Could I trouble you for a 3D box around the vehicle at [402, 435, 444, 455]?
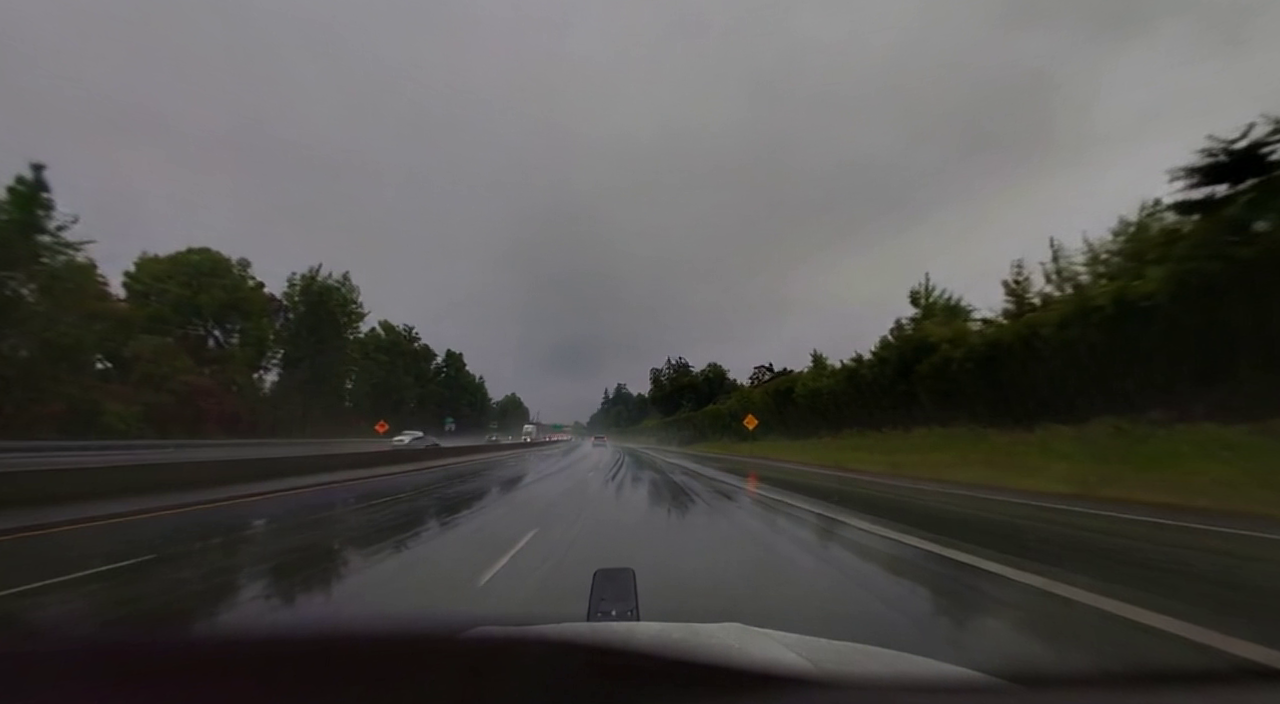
[{"bbox_3d":[-17.172,7.401,49.923,1.842,1.480,4.347,0,-8,-1],"label":"vehicle"}]
